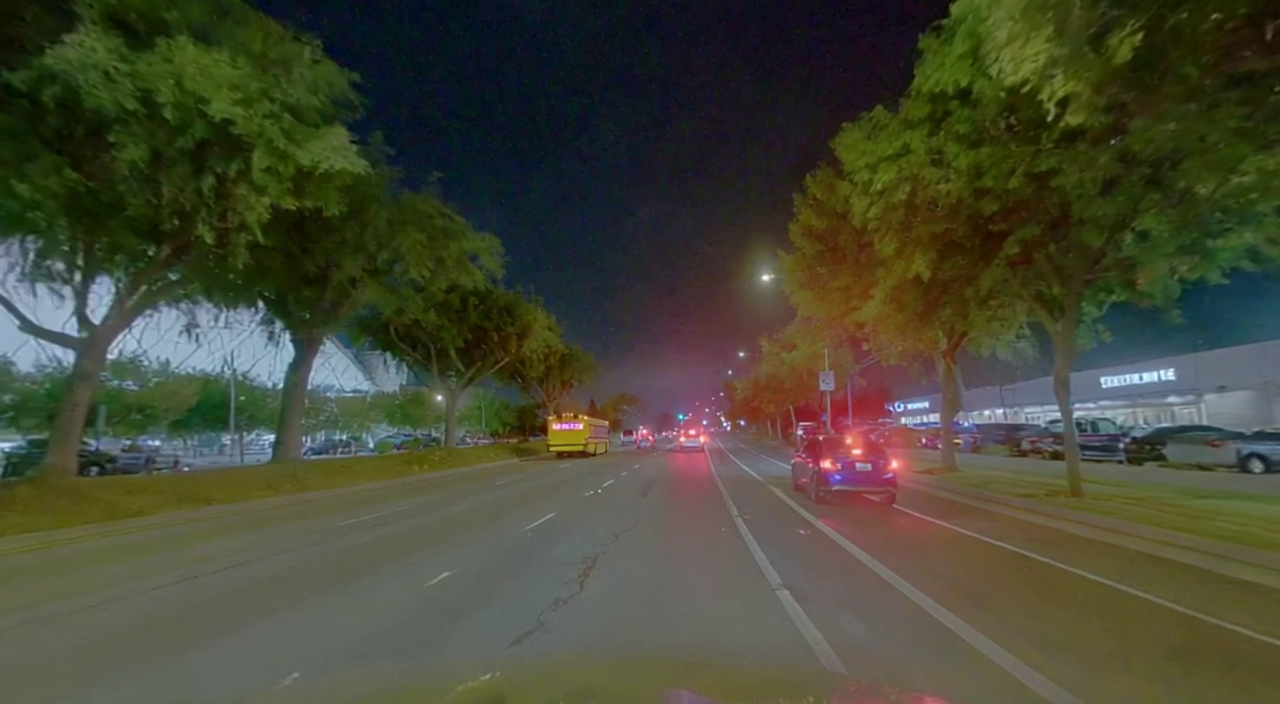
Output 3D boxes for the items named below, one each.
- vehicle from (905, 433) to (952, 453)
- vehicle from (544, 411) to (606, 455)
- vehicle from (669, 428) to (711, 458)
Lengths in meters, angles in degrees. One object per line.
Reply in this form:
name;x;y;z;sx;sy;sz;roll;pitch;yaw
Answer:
vehicle;22.388;7.121;49.121;1.849;1.466;4.831;-1;-9;7
vehicle;-3.986;5.240;40.193;2.485;2.556;6.363;-1;-9;7
vehicle;2.738;4.949;34.248;2.123;1.498;4.226;-1;-9;5
